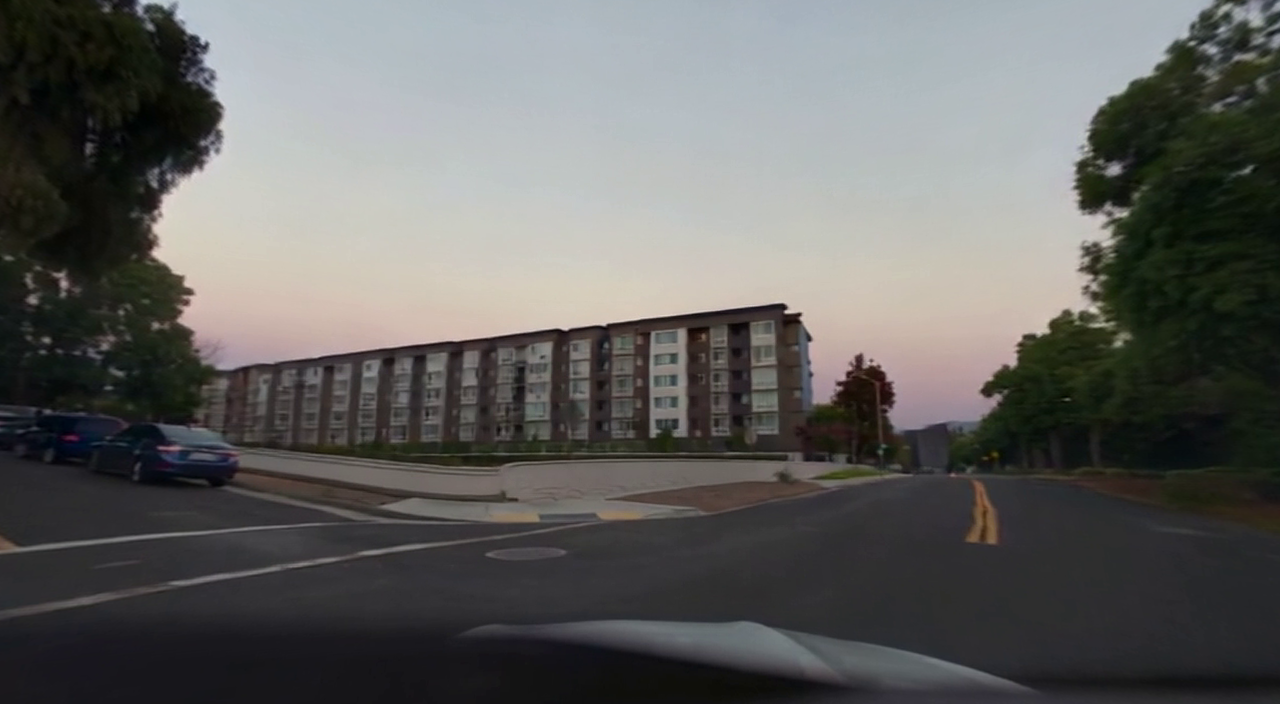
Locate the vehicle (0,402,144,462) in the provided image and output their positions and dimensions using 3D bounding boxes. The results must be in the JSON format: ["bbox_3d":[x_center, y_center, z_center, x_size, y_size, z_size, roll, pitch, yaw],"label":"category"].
[{"bbox_3d":[-15.912,2.243,17.434,4.393,1.478,1.776,-4,-10,29],"label":"vehicle"}]

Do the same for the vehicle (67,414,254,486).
[{"bbox_3d":[-11.105,2.244,14.578,4.322,1.436,1.827,-5,-10,30],"label":"vehicle"}]
